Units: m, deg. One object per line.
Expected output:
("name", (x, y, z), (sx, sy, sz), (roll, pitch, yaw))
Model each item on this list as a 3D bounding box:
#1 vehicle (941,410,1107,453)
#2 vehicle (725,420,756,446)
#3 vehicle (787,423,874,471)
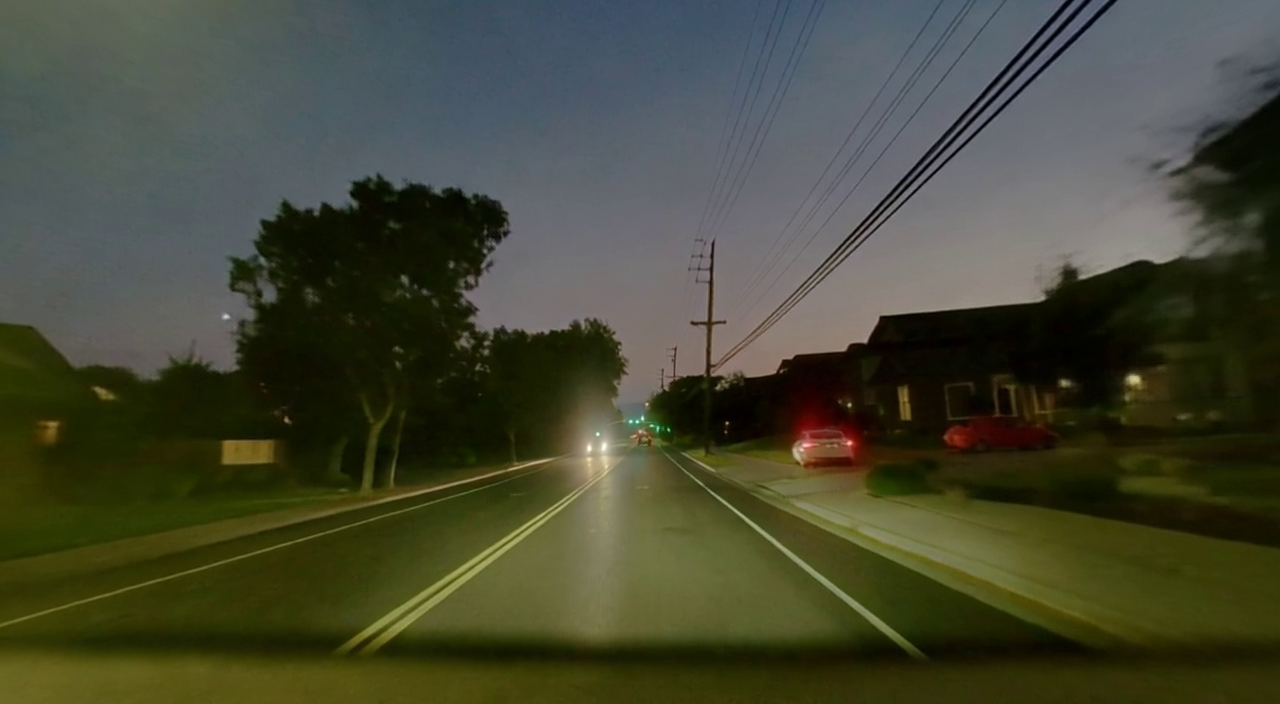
("vehicle", (14.316, 3.026, 23.790), (4.848, 1.509, 1.976), (-1, -8, 8))
("vehicle", (7.884, 6.383, 49.571), (1.878, 1.743, 4.556), (-7, -8, 4))
("vehicle", (7.163, 3.633, 24.241), (2.071, 1.510, 4.418), (-5, -8, 3))
